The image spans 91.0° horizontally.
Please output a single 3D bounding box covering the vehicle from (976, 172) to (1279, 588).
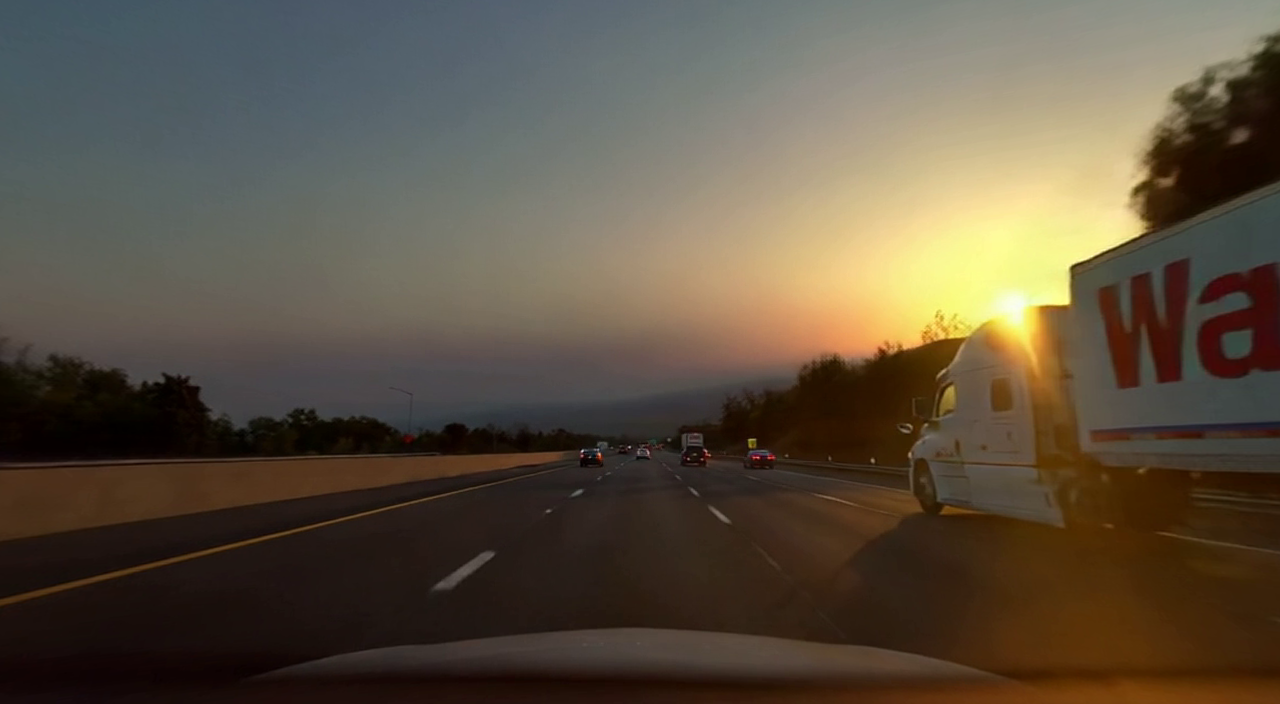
[{"bbox_3d":[7.897,-0.057,4.126,2.912,4.143,15.538,0,-9,0],"label":"vehicle"}]

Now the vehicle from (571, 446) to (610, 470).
[{"bbox_3d":[-3.329,7.231,43.142,2.164,1.507,4.748,0,-9,2],"label":"vehicle"}]

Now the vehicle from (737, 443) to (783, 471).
[{"bbox_3d":[7.814,6.879,41.421,2.188,1.727,4.381,0,-9,1],"label":"vehicle"}]
